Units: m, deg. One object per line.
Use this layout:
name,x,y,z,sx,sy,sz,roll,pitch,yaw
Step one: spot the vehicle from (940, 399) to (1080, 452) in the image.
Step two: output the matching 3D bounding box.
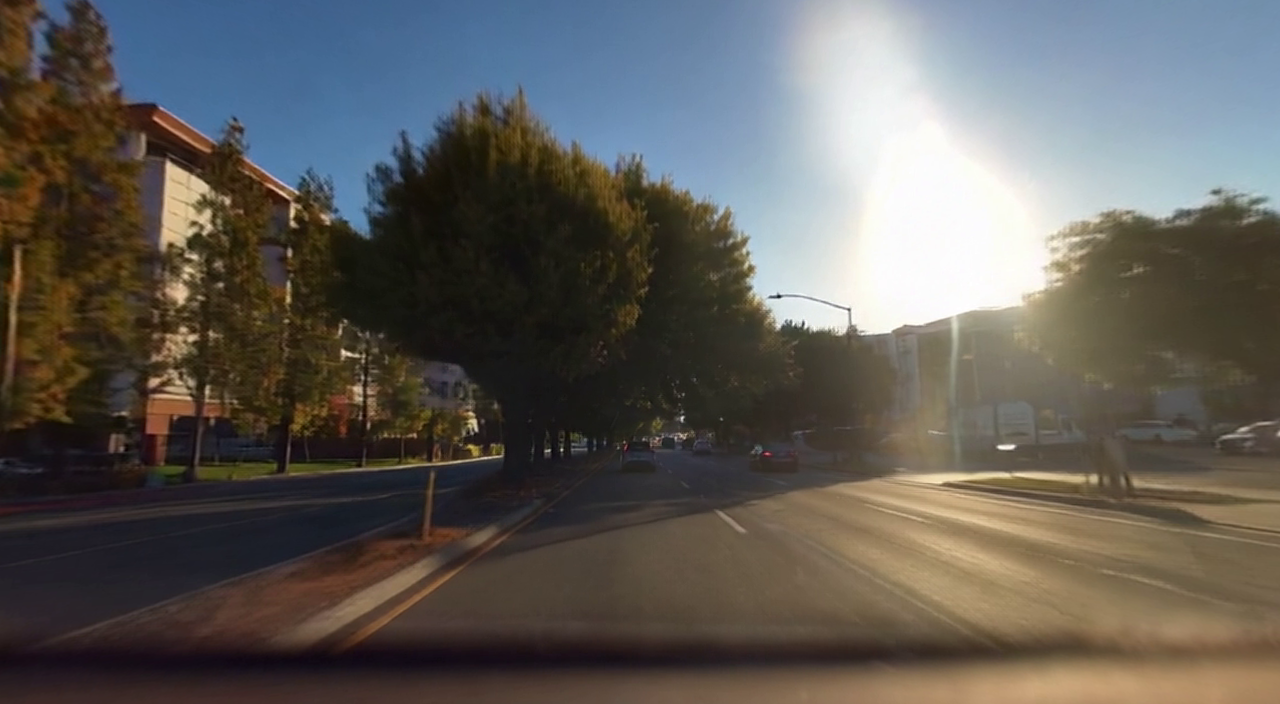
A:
vehicle,23.977,4.812,41.202,7.258,3.283,2.680,0,-8,0

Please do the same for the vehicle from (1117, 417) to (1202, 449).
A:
vehicle,36.664,5.758,44.793,2.004,2.133,4.736,0,-8,2

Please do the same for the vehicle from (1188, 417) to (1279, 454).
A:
vehicle,30.031,4.149,31.215,2.138,1.531,4.436,-3,-11,6

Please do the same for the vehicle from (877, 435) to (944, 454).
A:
vehicle,20.938,7.147,49.003,4.249,1.420,2.039,0,-8,-1

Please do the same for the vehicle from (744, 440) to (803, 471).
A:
vehicle,7.004,5.477,33.652,2.029,1.548,4.422,0,-8,-2

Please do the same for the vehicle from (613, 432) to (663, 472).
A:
vehicle,-0.160,4.875,30.870,2.227,1.794,4.457,0,-8,-2

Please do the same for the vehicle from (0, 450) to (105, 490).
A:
vehicle,-26.980,5.202,28.037,4.541,1.676,2.063,0,-8,0
